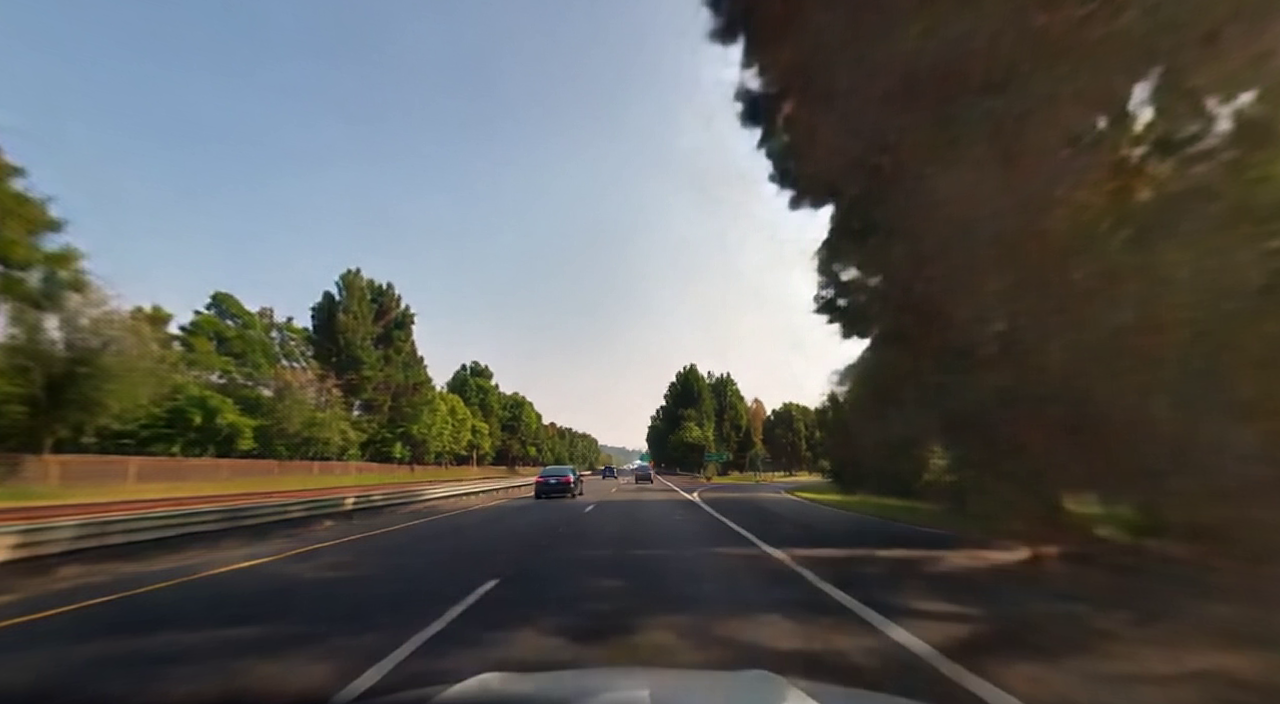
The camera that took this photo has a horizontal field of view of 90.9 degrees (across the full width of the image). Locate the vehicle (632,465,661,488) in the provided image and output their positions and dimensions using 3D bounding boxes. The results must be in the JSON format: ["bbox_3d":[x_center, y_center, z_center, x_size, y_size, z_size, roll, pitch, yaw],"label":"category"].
[{"bbox_3d":[0.504,9.594,48.589,2.065,1.596,3.869,1,-11,1],"label":"vehicle"}]

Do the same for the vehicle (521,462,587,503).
[{"bbox_3d":[-3.509,5.470,26.555,2.047,1.523,4.279,1,-11,1],"label":"vehicle"}]
